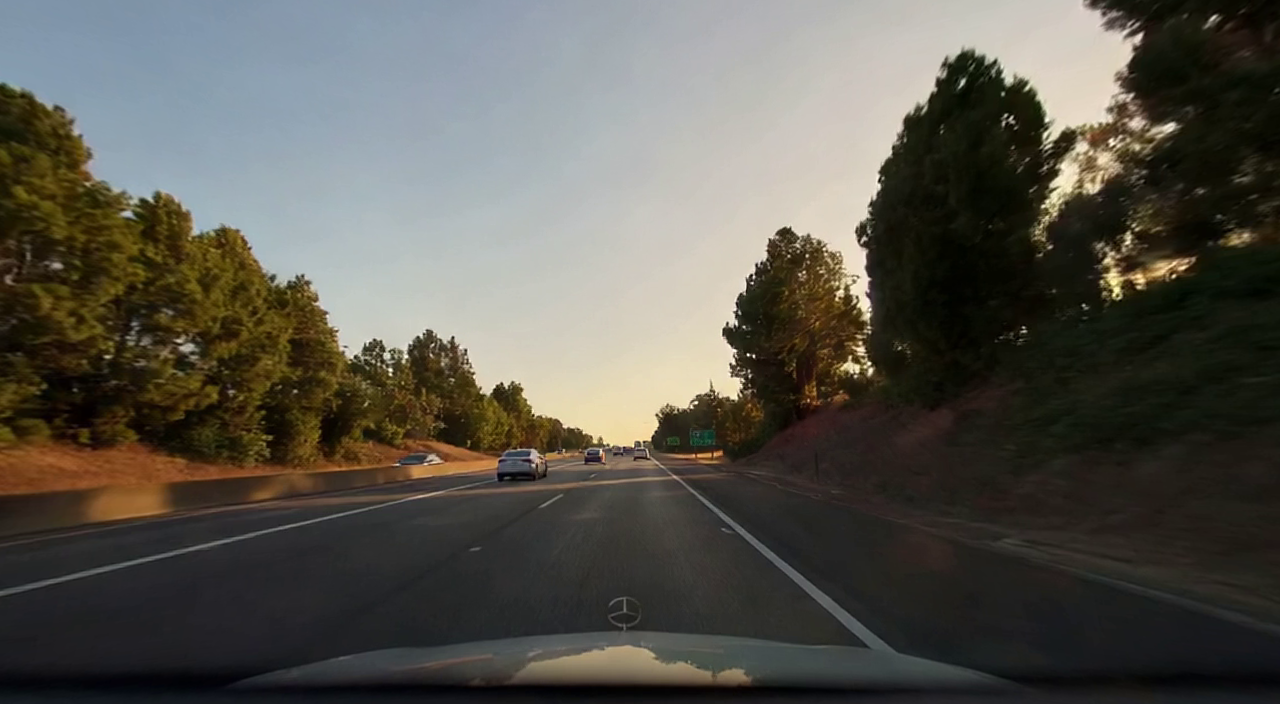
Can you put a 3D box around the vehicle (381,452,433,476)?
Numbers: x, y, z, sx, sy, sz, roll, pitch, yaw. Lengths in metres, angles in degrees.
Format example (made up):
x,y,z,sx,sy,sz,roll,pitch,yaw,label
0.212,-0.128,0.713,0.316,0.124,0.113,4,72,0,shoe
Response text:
x,y,z,sx,sy,sz,roll,pitch,yaw,label
-14.184,6.809,38.516,1.763,1.418,3.685,0,-9,0,vehicle

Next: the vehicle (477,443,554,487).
x,y,z,sx,sy,sz,roll,pitch,yaw,label
-4.604,4.242,24.012,1.975,1.501,4.603,0,-9,0,vehicle

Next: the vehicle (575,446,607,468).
x,y,z,sx,sy,sz,roll,pitch,yaw,label
-3.454,7.532,45.150,2.005,1.474,3.921,0,-9,0,vehicle
